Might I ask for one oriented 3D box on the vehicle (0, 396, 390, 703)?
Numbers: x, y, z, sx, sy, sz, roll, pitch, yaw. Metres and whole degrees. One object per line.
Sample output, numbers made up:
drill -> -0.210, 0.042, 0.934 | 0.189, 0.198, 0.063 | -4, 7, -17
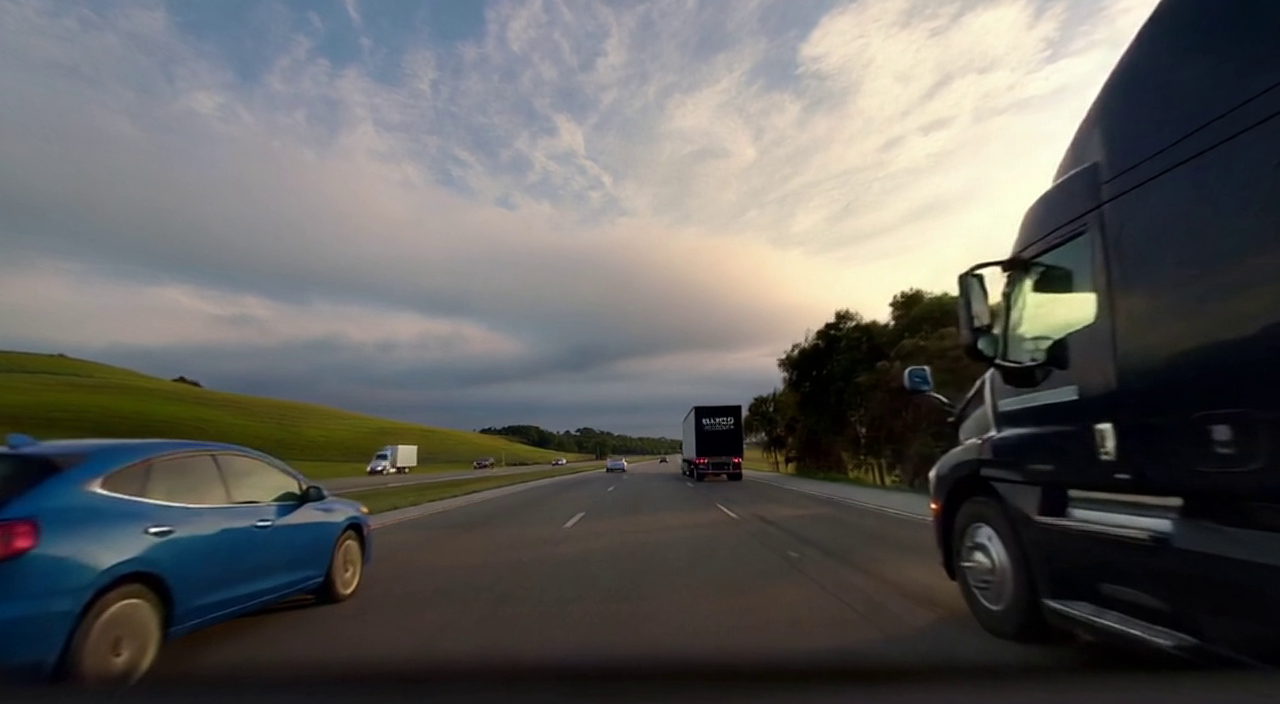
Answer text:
vehicle -> -3.429, 1.177, 3.872 | 1.945, 1.537, 4.294 | 0, -9, 1

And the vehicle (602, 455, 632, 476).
vehicle -> -1.665, 8.373, 46.830 | 1.935, 1.470, 4.063 | 0, -9, 1

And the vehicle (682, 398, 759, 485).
vehicle -> 4.212, 5.315, 36.410 | 2.832, 4.034, 13.924 | 0, -9, 1
